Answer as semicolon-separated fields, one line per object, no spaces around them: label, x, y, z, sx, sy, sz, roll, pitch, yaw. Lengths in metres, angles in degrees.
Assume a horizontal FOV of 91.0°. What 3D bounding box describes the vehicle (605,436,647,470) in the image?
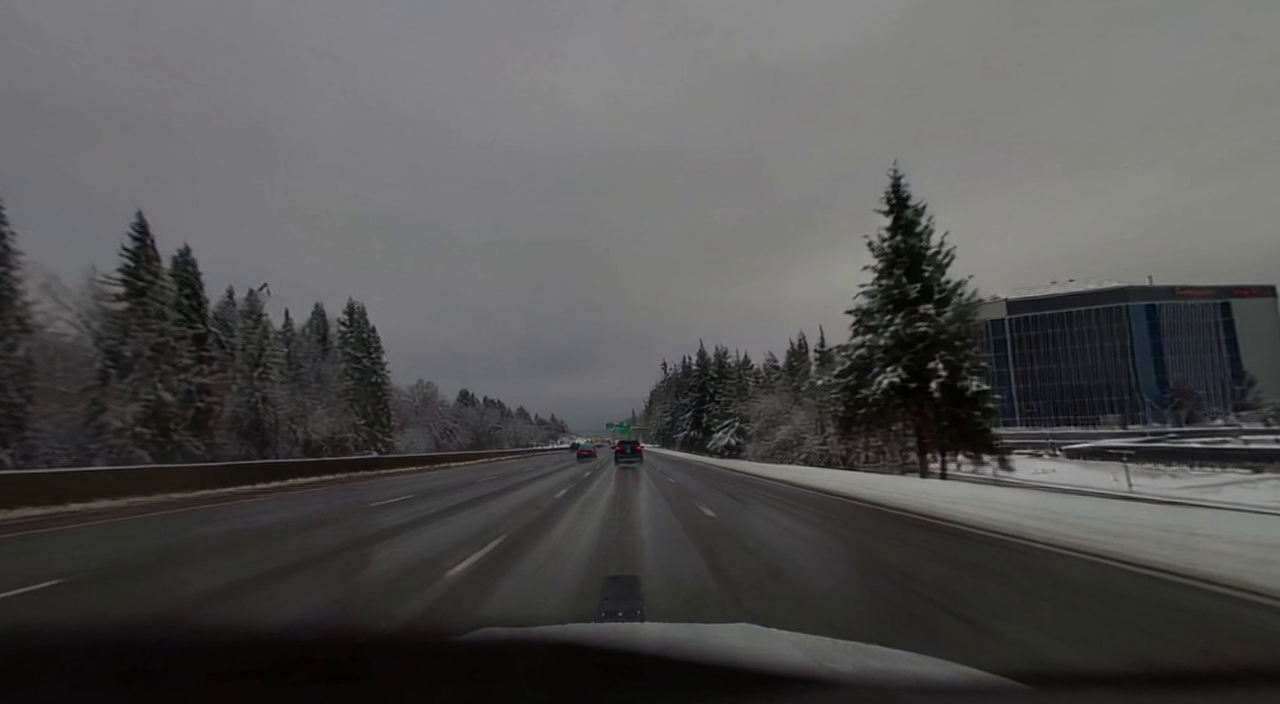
vehicle;-0.821;5.882;36.712;2.302;1.810;4.707;0;-8;-1
